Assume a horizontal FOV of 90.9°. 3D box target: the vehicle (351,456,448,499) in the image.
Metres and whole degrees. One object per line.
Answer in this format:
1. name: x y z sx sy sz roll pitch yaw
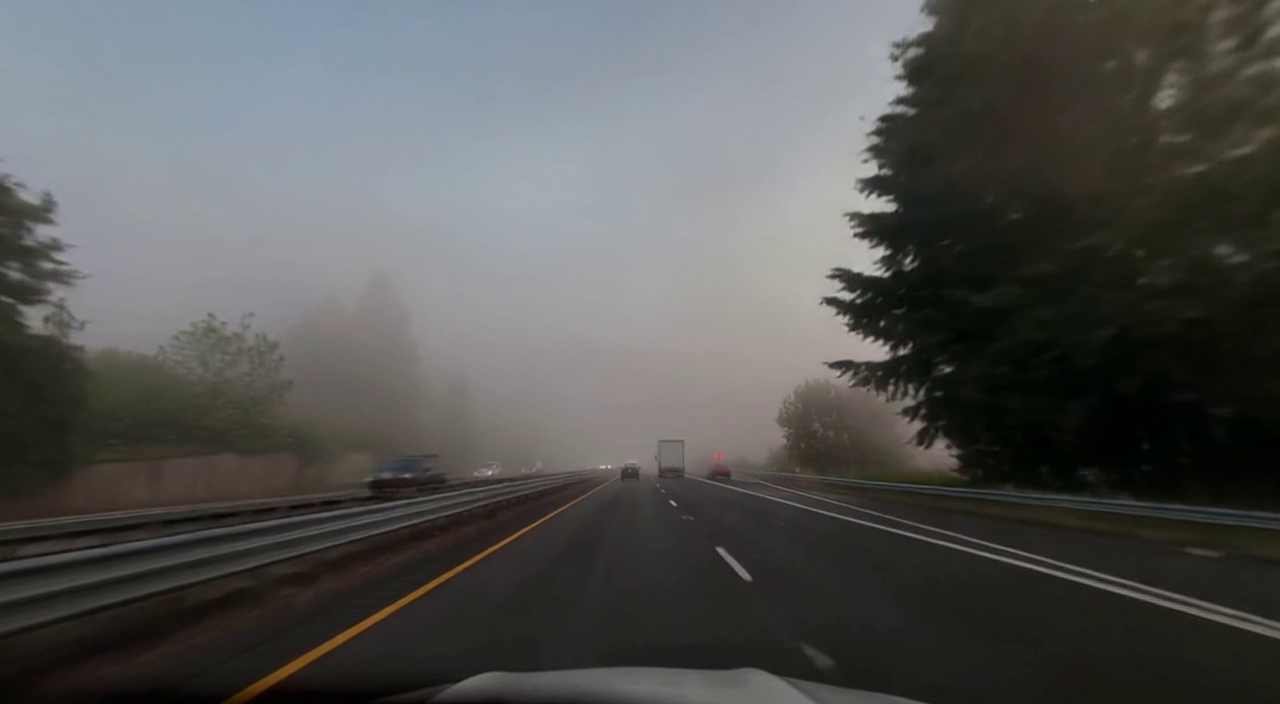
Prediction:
1. vehicle: -9.416 4.970 25.121 2.167 1.531 4.179 1 -10 0

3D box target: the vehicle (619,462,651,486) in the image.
1. vehicle: -0.342 8.073 41.837 2.025 1.452 3.927 1 -10 -1
